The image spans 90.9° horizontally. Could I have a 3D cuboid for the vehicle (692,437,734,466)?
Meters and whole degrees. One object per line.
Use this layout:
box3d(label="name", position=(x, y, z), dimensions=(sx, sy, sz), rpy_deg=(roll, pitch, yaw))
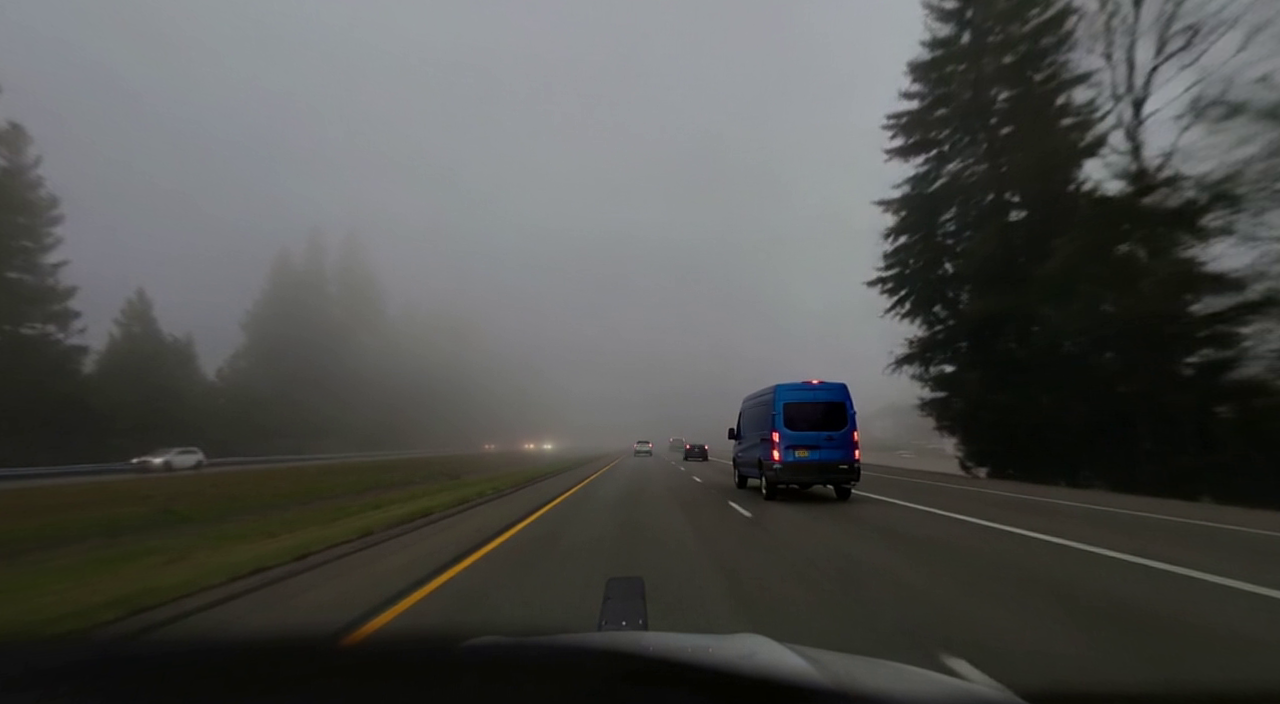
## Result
box3d(label="vehicle", position=(4.411, 6.102, 38.722), dimensions=(2.034, 1.651, 4.342), rpy_deg=(0, -8, 0))

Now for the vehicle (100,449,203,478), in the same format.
box3d(label="vehicle", position=(-28.631, 6.517, 37.212), dimensions=(2.204, 1.510, 4.806), rpy_deg=(0, -8, 1))

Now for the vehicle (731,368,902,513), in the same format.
box3d(label="vehicle", position=(3.680, 2.062, 14.680), dimensions=(2.302, 2.670, 5.912), rpy_deg=(0, -8, 1))
